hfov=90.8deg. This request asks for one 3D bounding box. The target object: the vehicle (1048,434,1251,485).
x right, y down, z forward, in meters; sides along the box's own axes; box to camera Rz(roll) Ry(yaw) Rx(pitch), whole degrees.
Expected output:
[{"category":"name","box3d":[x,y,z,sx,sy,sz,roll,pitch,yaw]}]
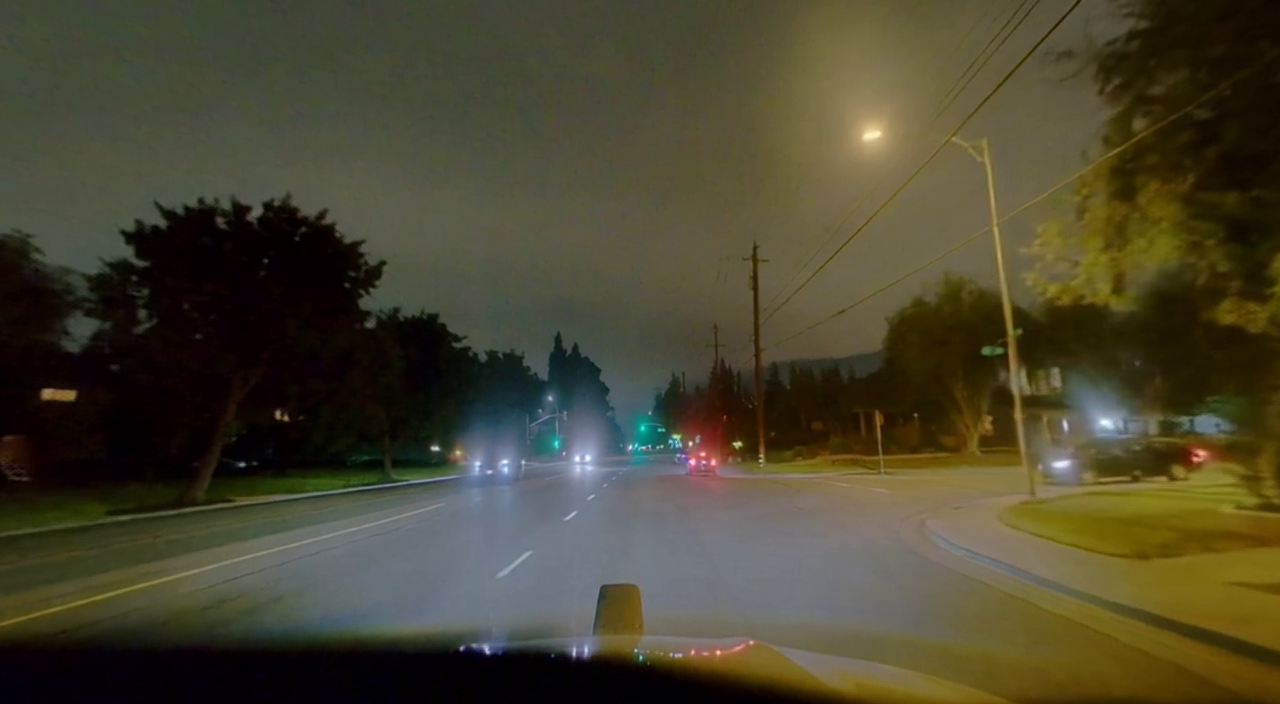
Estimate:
[{"category":"vehicle","box3d":[15.760,3.338,19.741,4.628,1.484,1.946,0,-9,-1]}]

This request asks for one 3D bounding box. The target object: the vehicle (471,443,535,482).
[{"category":"vehicle","box3d":[-6.771,5.515,31.748,2.092,1.810,4.882,0,-9,0]}]

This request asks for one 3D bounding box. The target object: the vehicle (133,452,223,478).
[{"category":"vehicle","box3d":[-28.352,6.965,38.892,1.780,1.467,3.992,-2,-10,21]}]

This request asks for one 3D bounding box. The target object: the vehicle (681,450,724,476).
[{"category":"vehicle","box3d":[3.756,6.733,38.626,2.031,1.500,4.590,0,-9,-1]}]

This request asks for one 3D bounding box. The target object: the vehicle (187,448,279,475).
[{"category":"vehicle","box3d":[-28.581,7.688,44.480,4.750,1.845,2.382,0,-9,-1]}]
